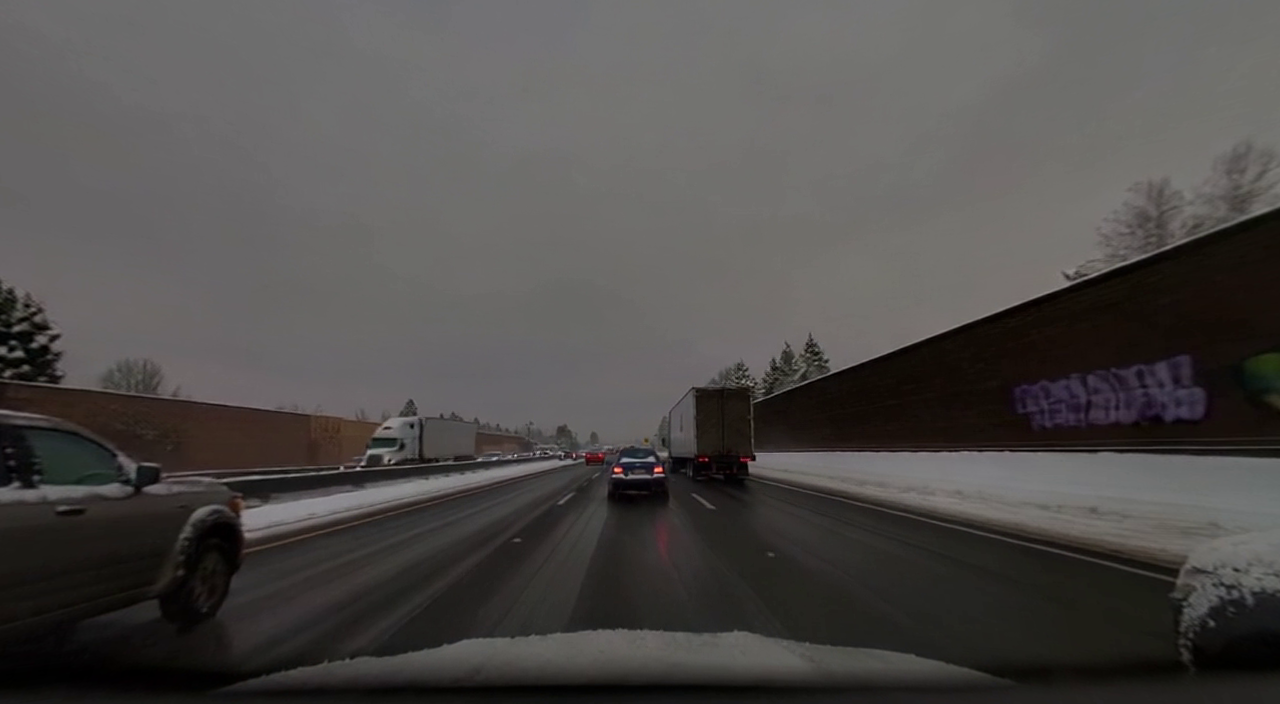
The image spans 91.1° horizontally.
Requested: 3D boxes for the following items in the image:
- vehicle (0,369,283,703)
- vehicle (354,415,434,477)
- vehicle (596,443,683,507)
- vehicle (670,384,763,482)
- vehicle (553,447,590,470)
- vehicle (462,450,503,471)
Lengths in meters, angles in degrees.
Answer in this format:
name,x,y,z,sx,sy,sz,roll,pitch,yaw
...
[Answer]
name,x,y,z,sx,sy,sz,roll,pitch,yaw
vehicle,-4.336,1.008,3.466,1.988,1.750,4.711,0,-9,-1
vehicle,-16.638,6.413,43.009,3.007,3.926,5.826,0,-9,-1
vehicle,-0.070,3.169,16.702,2.033,1.468,4.015,0,-9,-2
vehicle,3.459,4.394,33.074,2.902,4.014,14.446,0,-9,-1
vehicle,-4.745,7.437,44.047,2.067,1.481,4.085,-1,-9,1
vehicle,-12.121,8.383,48.636,1.985,1.486,4.568,-1,-9,0
